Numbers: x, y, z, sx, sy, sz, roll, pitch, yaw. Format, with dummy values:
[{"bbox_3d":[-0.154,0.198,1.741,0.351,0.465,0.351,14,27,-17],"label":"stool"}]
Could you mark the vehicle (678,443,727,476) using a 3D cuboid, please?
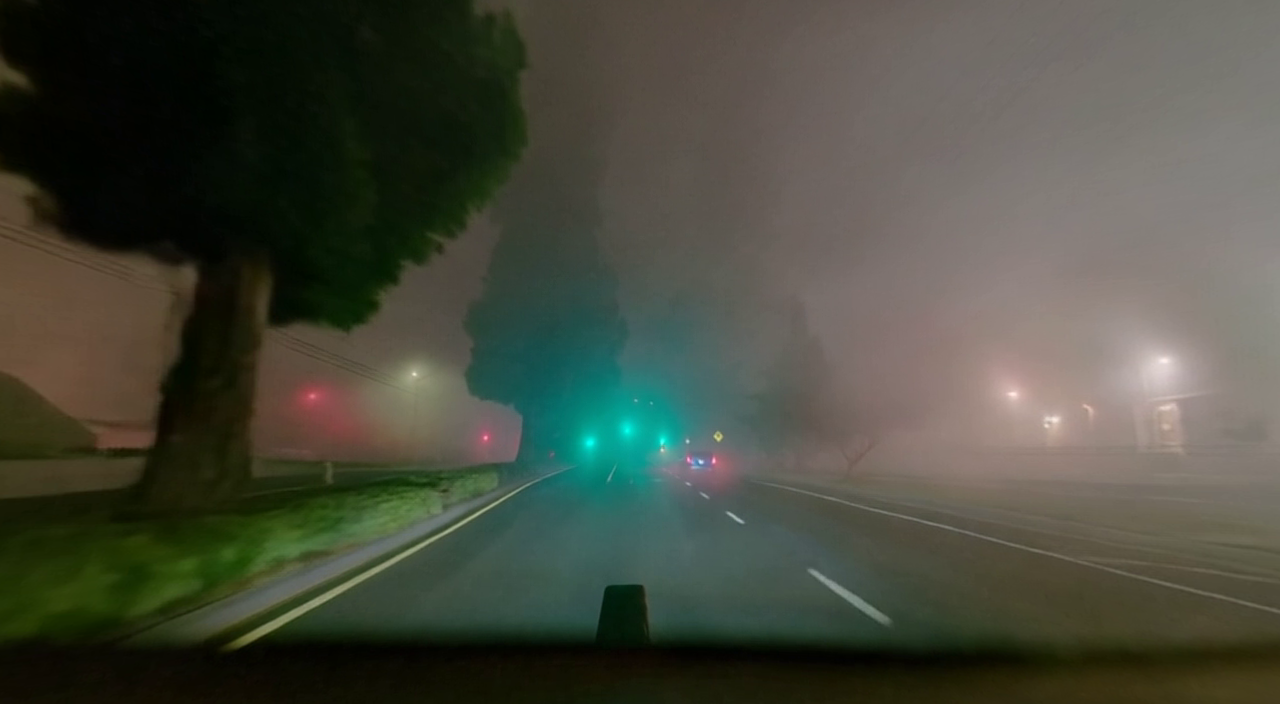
[{"bbox_3d":[3.519,6.140,36.334,2.240,1.781,4.433,0,-9,-1],"label":"vehicle"}]
